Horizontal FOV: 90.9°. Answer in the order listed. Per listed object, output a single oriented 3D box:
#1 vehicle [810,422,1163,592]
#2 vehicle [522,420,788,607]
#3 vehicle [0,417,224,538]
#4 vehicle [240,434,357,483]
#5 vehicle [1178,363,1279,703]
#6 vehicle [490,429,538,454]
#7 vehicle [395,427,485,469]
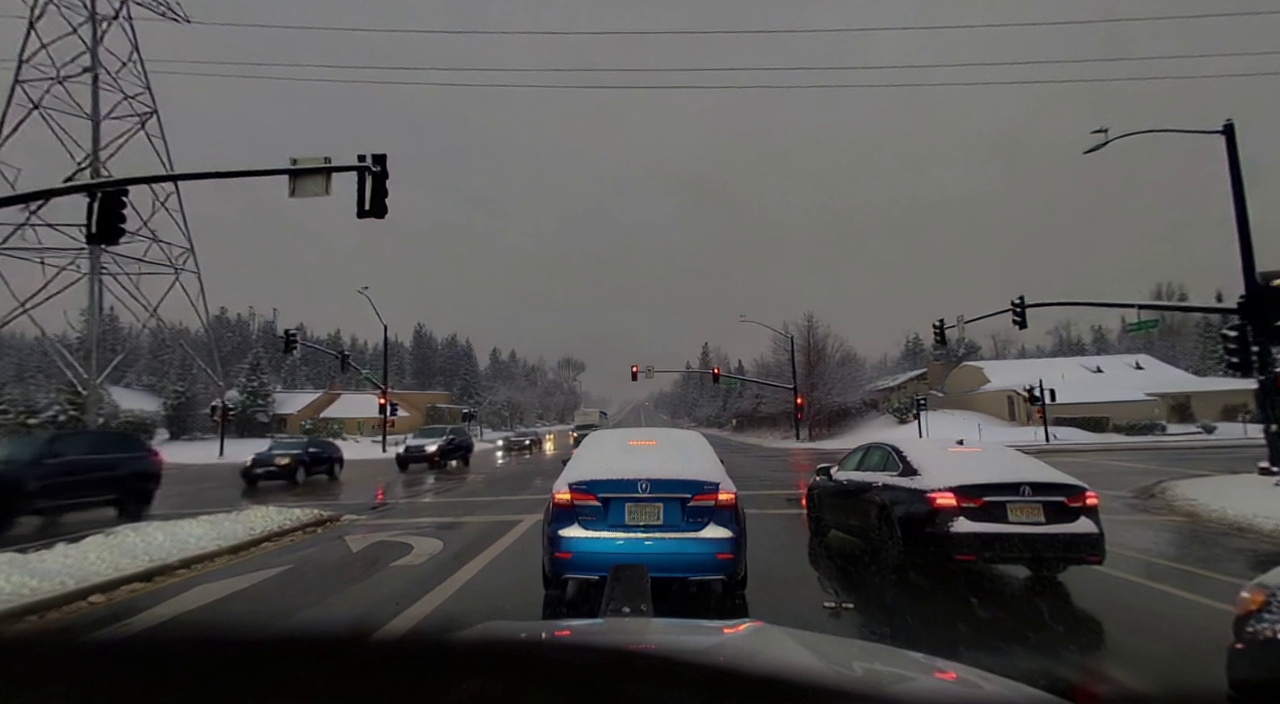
[{"bbox_3d":[3.645,1.681,7.720,1.835,1.473,4.190,0,-8,-2],"label":"vehicle"},{"bbox_3d":[0.105,1.594,7.124,2.117,1.474,4.036,0,-8,0],"label":"vehicle"},{"bbox_3d":[-10.230,2.065,10.784,2.269,1.716,5.700,0,-8,1],"label":"vehicle"},{"bbox_3d":[-13.408,4.206,25.150,1.939,1.727,4.695,-1,-8,2],"label":"vehicle"},{"bbox_3d":[3.406,0.587,0.625,1.926,1.614,4.330,0,-8,1],"label":"vehicle"},{"bbox_3d":[-9.192,6.611,46.425,2.239,1.719,4.948,-1,-8,4],"label":"vehicle"},{"bbox_3d":[-9.491,4.652,30.502,2.161,1.818,5.672,-1,-8,4],"label":"vehicle"}]
